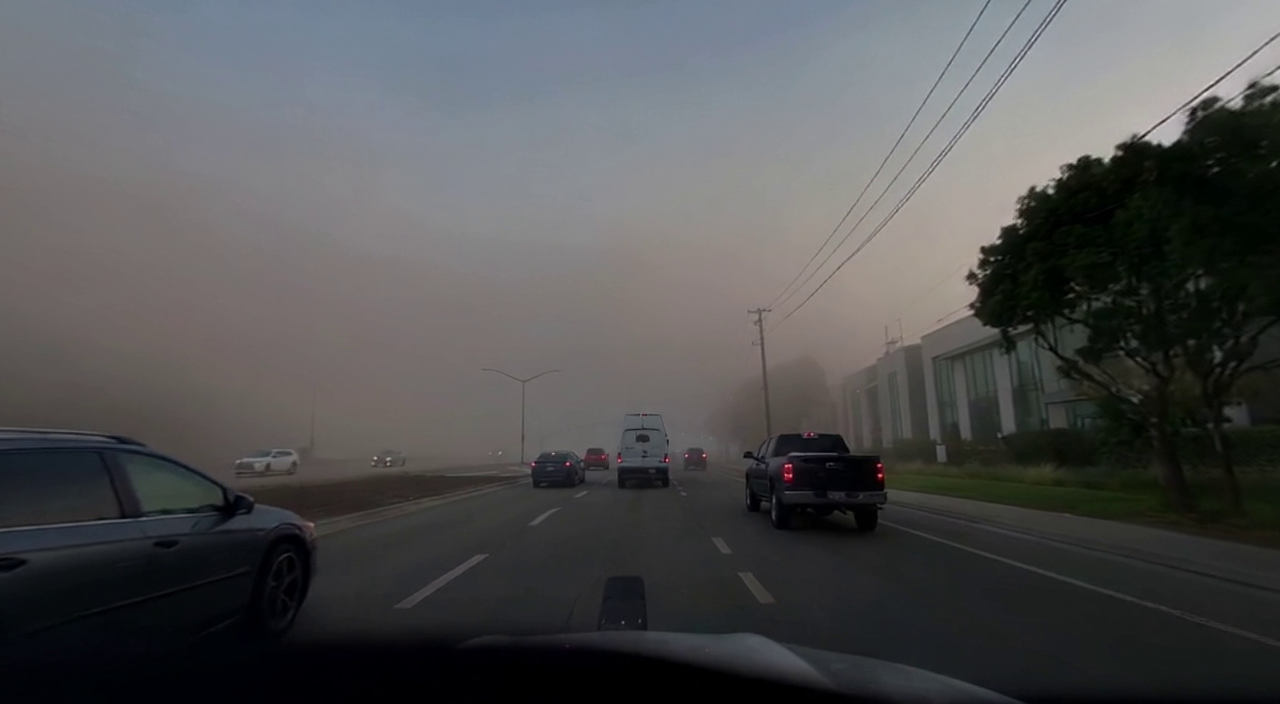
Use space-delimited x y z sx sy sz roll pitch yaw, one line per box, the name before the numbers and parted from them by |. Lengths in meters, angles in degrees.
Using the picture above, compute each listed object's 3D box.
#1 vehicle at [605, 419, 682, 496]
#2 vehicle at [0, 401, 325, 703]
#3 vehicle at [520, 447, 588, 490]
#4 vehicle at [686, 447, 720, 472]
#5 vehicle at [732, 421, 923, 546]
vehicle | 0.258 3.816 23.037 2.457 2.440 5.486 0 -8 3
vehicle | -3.604 1.129 3.245 1.934 1.643 3.718 0 -8 1
vehicle | -3.360 4.646 25.416 1.984 1.567 4.311 0 -8 2
vehicle | 4.450 7.582 44.605 2.092 1.696 4.218 0 -8 2
vehicle | 3.246 2.384 12.058 2.283 1.923 4.427 0 -8 0
